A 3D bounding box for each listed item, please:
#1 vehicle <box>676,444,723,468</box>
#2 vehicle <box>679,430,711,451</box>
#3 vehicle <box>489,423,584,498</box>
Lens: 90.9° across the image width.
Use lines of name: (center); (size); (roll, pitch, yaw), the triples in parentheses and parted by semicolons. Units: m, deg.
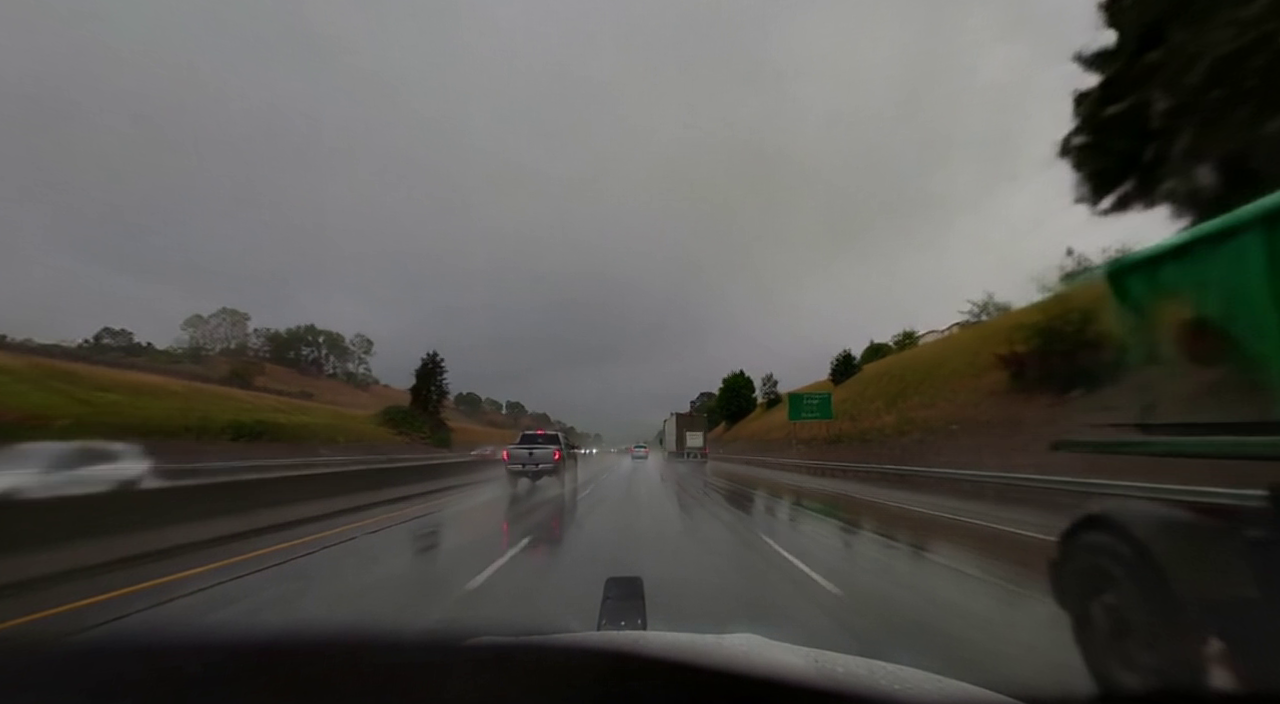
vehicle: (4.277, 7.730, 47.095); (2.654, 1.574, 9.537); (-1, -9, 1)
vehicle: (4.143, 6.809, 48.393); (1.968, 1.547, 4.215); (0, -9, -2)
vehicle: (-3.052, 3.338, 19.698); (2.142, 2.044, 4.446); (0, -9, 1)
